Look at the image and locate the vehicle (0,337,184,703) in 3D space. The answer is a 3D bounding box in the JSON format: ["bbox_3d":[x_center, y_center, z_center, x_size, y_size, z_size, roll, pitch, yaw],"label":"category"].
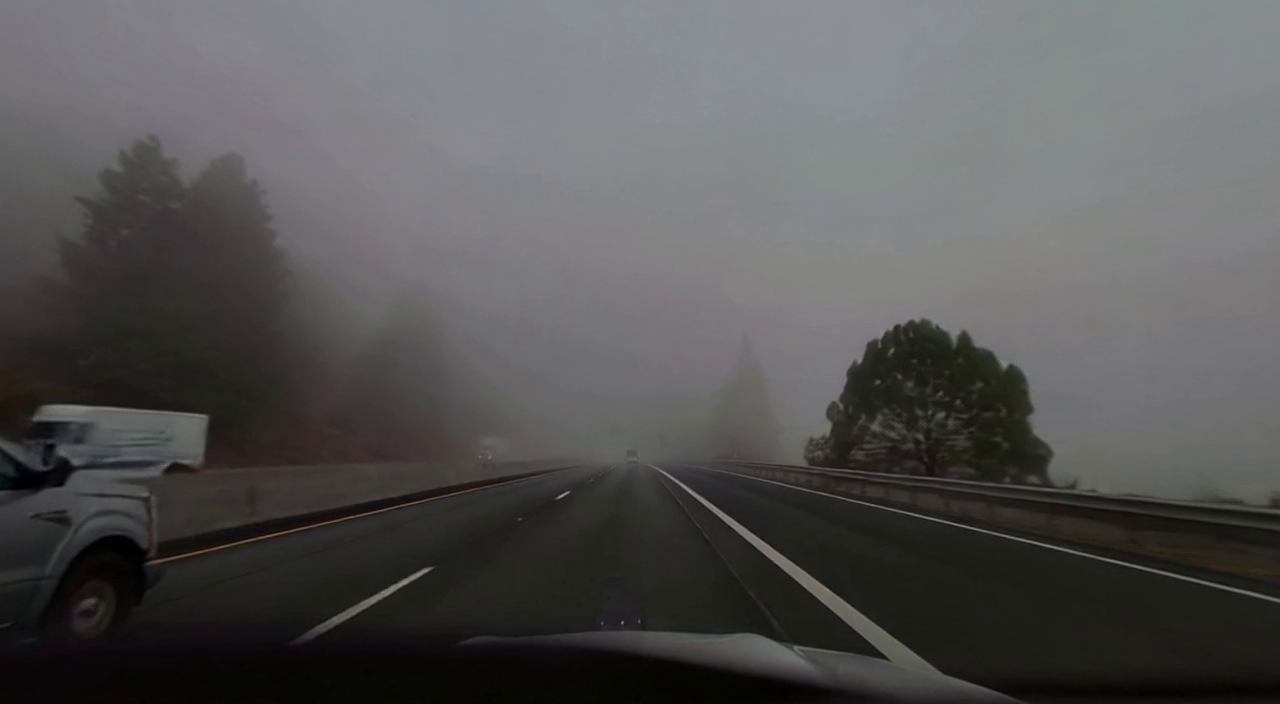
[{"bbox_3d":[-4.237,0.647,1.640,2.214,1.872,5.179,0,-9,0],"label":"vehicle"}]
